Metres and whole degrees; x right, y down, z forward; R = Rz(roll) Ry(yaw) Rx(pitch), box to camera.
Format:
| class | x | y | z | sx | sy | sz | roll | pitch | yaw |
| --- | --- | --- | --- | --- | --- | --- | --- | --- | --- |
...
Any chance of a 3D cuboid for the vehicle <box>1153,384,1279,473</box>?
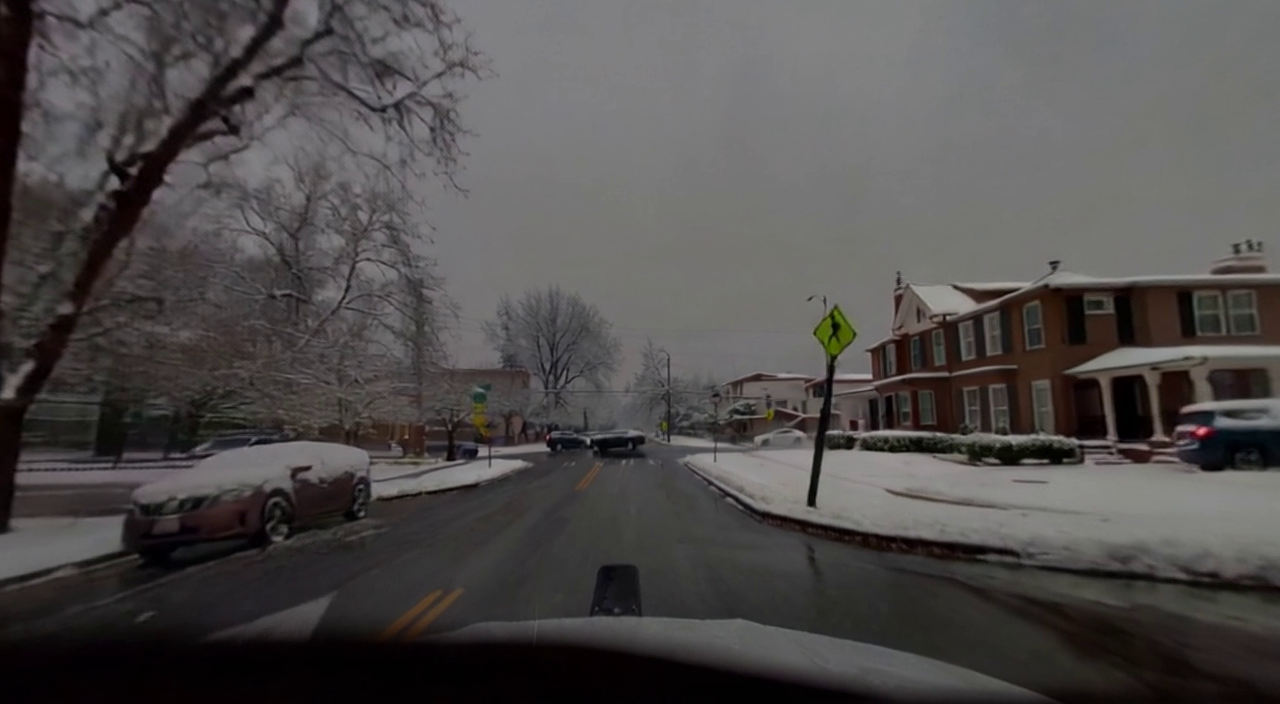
| class | x | y | z | sx | sy | sz | roll | pitch | yaw |
| --- | --- | --- | --- | --- | --- | --- | --- | --- | --- |
| vehicle | 14.171 | 1.663 | 13.649 | 4.184 | 1.817 | 2.026 | -4 | -8 | 23 |

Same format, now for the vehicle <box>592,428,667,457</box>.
| class | x | y | z | sx | sy | sz | roll | pitch | yaw |
| --- | --- | --- | --- | --- | --- | --- | --- | --- | --- |
| vehicle | -0.791 | 6.589 | 46.115 | 5.113 | 2.048 | 1.962 | 3 | -8 | -24 |

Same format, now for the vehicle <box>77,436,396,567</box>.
| class | x | y | z | sx | sy | sz | roll | pitch | yaw |
| --- | --- | --- | --- | --- | --- | --- | --- | --- | --- |
| vehicle | -5.397 | 1.986 | 9.261 | 1.919 | 1.464 | 4.155 | 0 | -8 | 0 |

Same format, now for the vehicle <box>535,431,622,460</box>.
| class | x | y | z | sx | sy | sz | roll | pitch | yaw |
| --- | --- | --- | --- | --- | --- | --- | --- | --- | --- |
| vehicle | -4.002 | 6.056 | 40.964 | 5.181 | 1.768 | 2.139 | 4 | -9 | -25 |

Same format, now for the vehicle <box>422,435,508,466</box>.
| class | x | y | z | sx | sy | sz | roll | pitch | yaw |
| --- | --- | --- | --- | --- | --- | --- | --- | --- | --- |
| vehicle | -10.207 | 5.726 | 36.718 | 4.639 | 1.700 | 2.002 | 2 | -8 | -18 |
